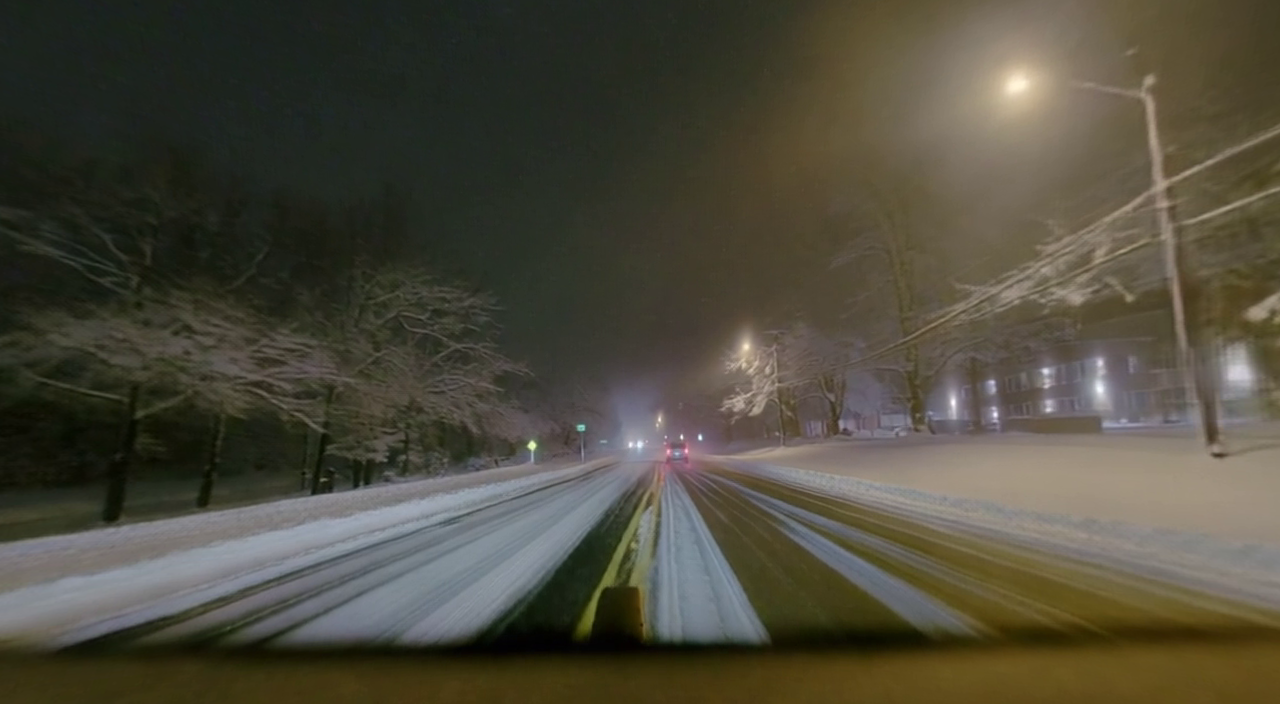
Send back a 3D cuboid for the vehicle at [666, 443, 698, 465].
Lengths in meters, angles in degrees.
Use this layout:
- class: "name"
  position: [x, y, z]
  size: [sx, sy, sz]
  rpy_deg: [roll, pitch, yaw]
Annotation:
- class: "vehicle"
  position: [2.917, 7.161, 44.610]
  size: [1.925, 1.488, 4.271]
  rpy_deg: [0, -8, 0]
